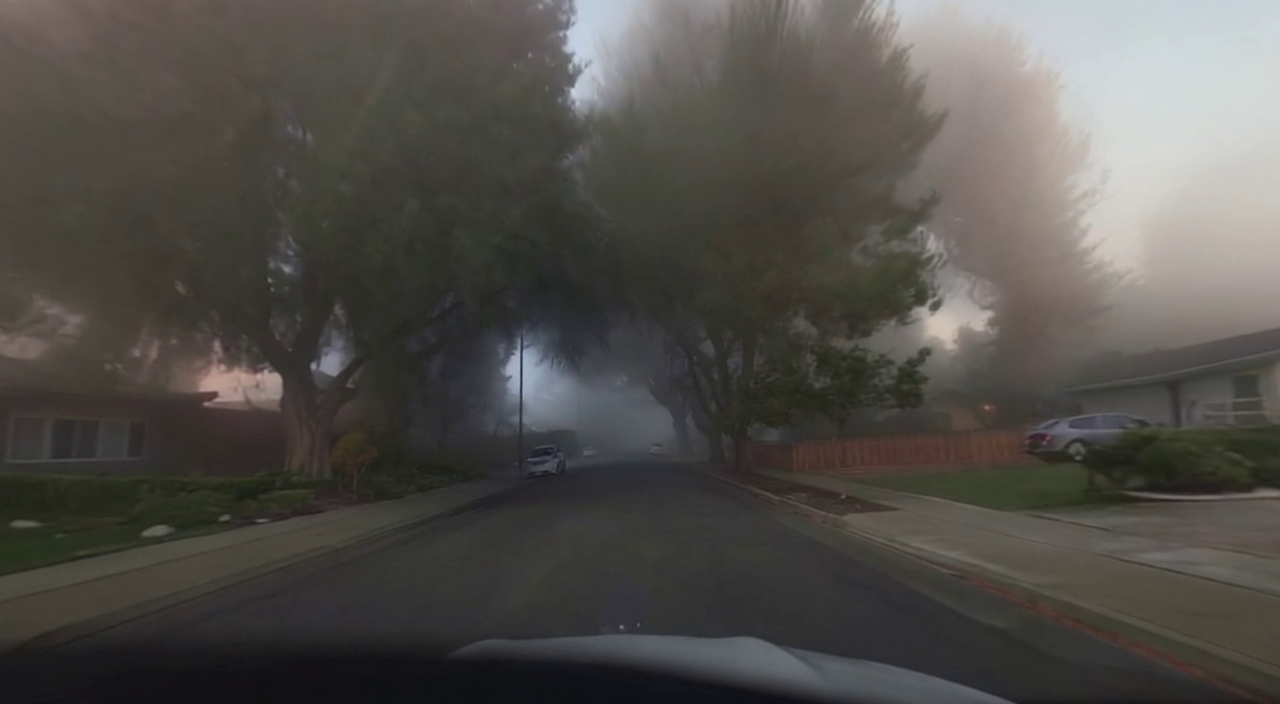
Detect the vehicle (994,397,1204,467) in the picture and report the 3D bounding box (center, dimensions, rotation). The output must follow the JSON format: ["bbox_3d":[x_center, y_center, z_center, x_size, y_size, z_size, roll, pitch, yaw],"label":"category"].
[{"bbox_3d":[14.169,2.508,19.743,4.833,1.843,2.094,-2,-8,-1],"label":"vehicle"}]

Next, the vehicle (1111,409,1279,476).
[{"bbox_3d":[14.930,2.306,16.253,4.045,1.570,1.864,-1,-7,1],"label":"vehicle"}]
